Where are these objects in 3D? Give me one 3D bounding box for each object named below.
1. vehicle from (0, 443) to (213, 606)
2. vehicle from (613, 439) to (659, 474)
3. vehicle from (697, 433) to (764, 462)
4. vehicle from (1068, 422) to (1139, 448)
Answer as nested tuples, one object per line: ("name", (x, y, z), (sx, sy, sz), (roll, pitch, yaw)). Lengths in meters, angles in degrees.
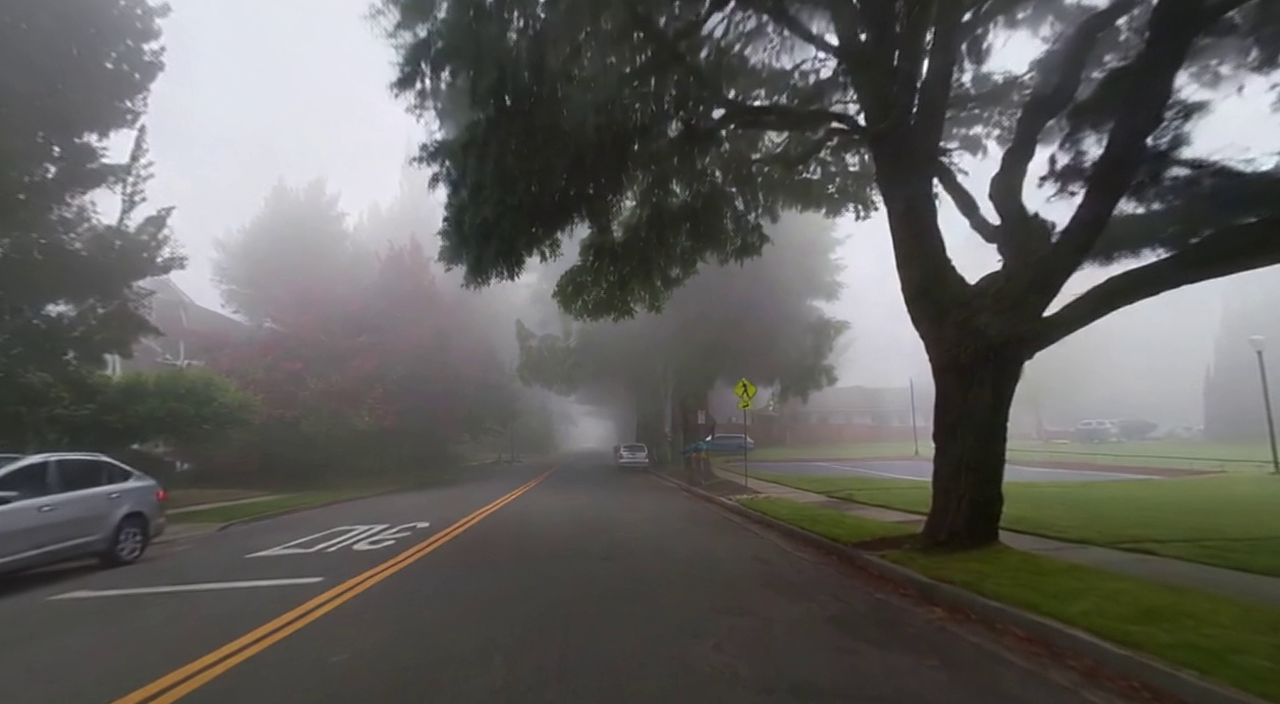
("vehicle", (-7.308, 1.832, 7.107), (2.065, 1.555, 4.569), (-1, -8, -4))
("vehicle", (-0.294, 5.733, 34.865), (2.204, 1.776, 4.262), (1, -9, -5))
("vehicle", (6.363, 6.634, 44.210), (4.390, 1.696, 1.954), (1, -8, -35))
("vehicle", (30.884, 5.554, 42.042), (4.481, 1.634, 1.973), (5, -10, -29))
